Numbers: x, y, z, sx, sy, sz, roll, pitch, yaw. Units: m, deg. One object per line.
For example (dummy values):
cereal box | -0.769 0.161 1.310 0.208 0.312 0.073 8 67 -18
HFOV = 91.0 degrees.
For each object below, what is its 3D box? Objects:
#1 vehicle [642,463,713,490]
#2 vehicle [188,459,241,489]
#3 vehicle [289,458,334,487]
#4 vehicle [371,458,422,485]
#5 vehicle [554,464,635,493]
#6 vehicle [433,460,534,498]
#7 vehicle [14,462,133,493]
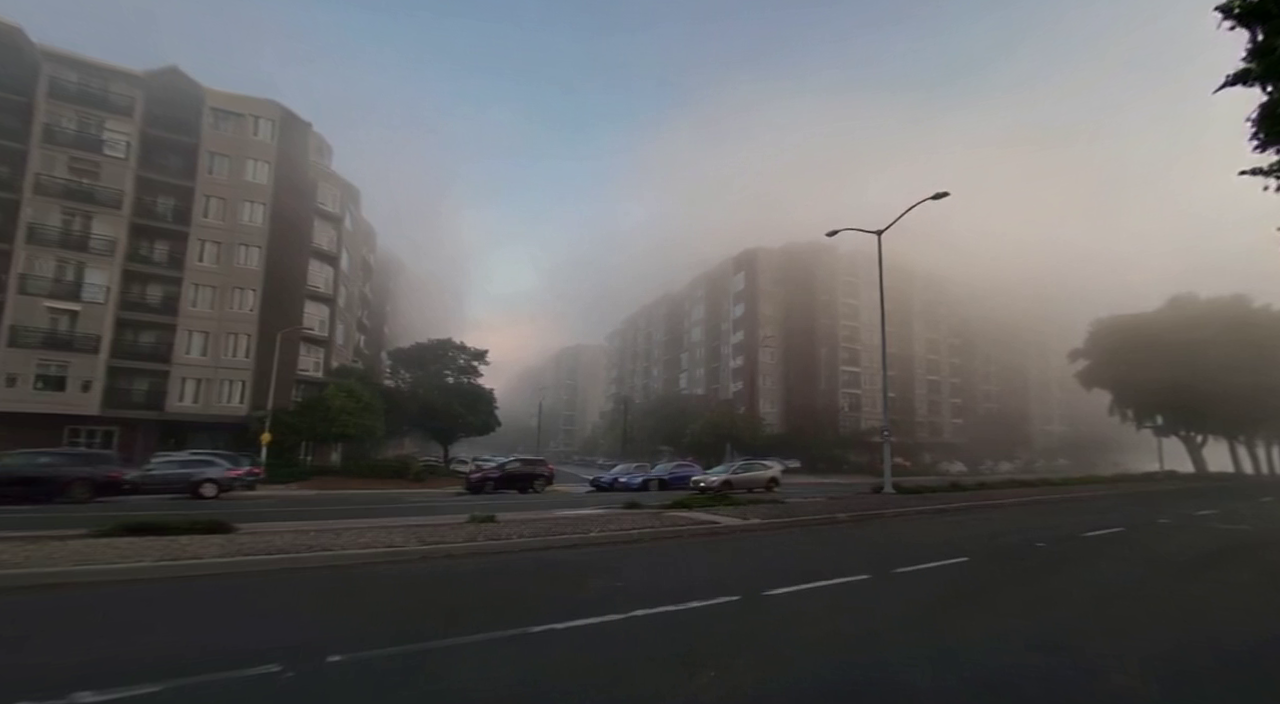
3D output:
vehicle | 2.430 7.947 40.353 4.384 1.496 1.816 6 -11 -37
vehicle | -26.909 7.695 39.937 2.077 1.576 4.446 1 -8 -25
vehicle | -18.924 6.904 36.189 1.908 1.485 3.975 5 -10 -31
vehicle | -14.927 7.252 38.533 1.886 1.464 4.020 6 -11 -35
vehicle | -2.493 7.117 35.561 1.933 1.479 4.718 -10 -14 36
vehicle | -8.083 6.546 32.765 4.706 1.739 1.858 6 -11 -36
vehicle | -29.684 6.578 33.082 4.302 1.469 1.872 0 -9 -3
